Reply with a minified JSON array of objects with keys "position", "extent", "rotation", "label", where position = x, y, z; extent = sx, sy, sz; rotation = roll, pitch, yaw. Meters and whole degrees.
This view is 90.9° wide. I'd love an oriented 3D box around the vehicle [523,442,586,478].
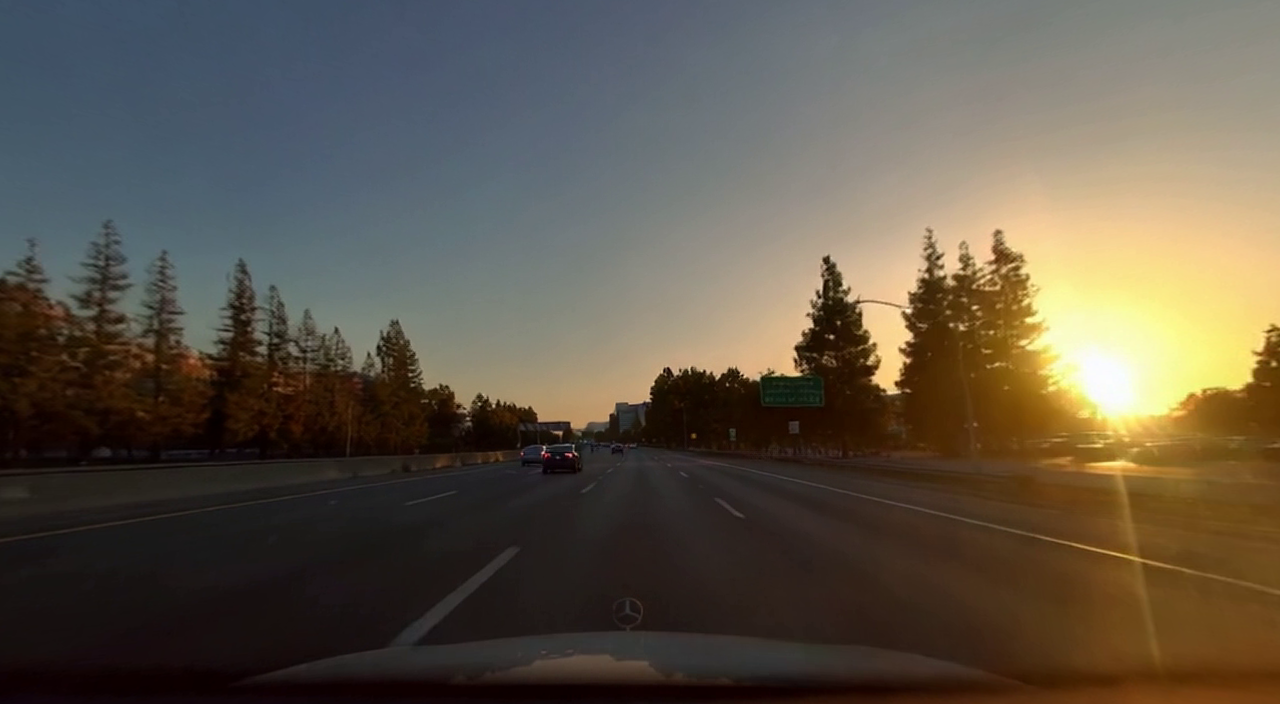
[{"position":[-3.682,4.705,27.779],"extent":[2.128,1.450,4.078],"rotation":[0,-8,1],"label":"vehicle"}]
